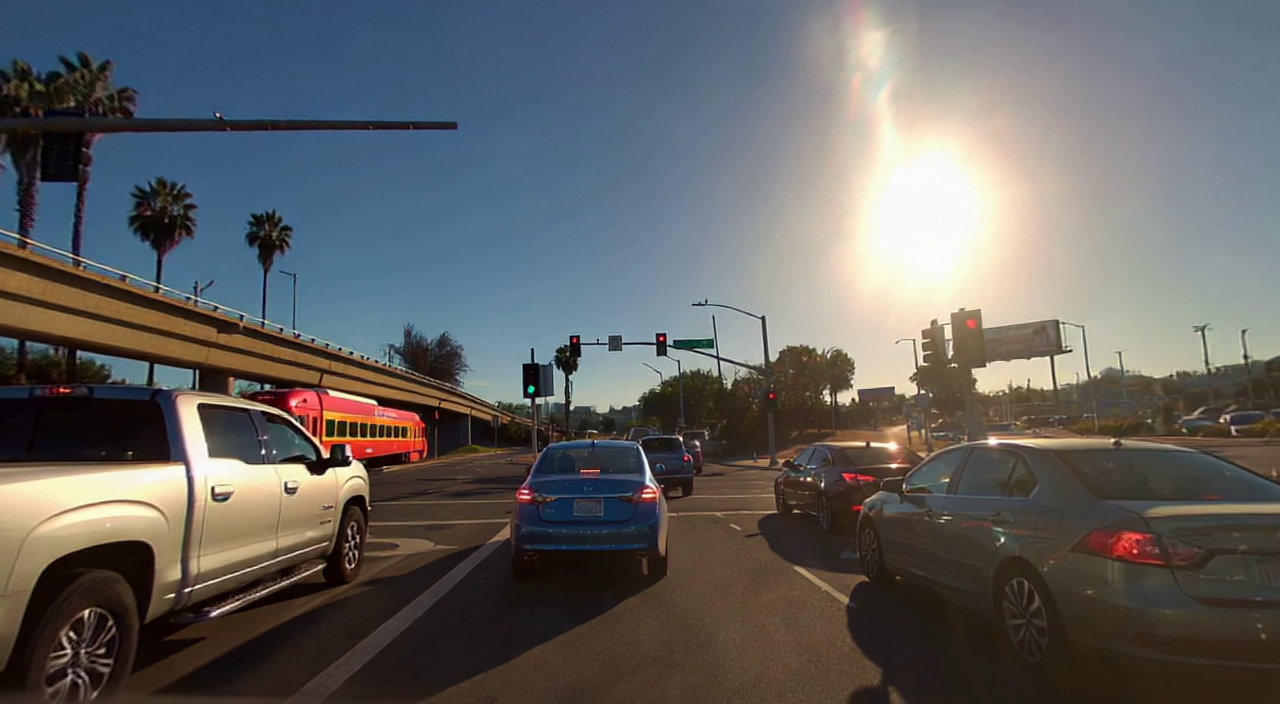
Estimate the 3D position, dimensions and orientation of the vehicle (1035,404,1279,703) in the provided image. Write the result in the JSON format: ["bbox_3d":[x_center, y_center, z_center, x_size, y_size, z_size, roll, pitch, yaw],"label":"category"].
[{"bbox_3d":[3.881,0.892,2.183,2.052,1.496,4.541,0,-9,0],"label":"vehicle"}]

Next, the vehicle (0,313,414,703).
[{"bbox_3d":[-3.787,1.104,4.932,2.078,1.838,5.448,0,-9,-1],"label":"vehicle"}]

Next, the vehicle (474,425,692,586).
[{"bbox_3d":[-0.634,1.751,8.052,2.035,1.491,4.090,0,-9,-3],"label":"vehicle"}]

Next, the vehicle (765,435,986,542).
[{"bbox_3d":[3.693,2.215,10.968,1.965,1.448,4.486,0,-9,-2],"label":"vehicle"}]

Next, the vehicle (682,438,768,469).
[{"bbox_3d":[4.204,5.130,31.966,1.878,1.428,4.416,5,-10,-32],"label":"vehicle"}]
